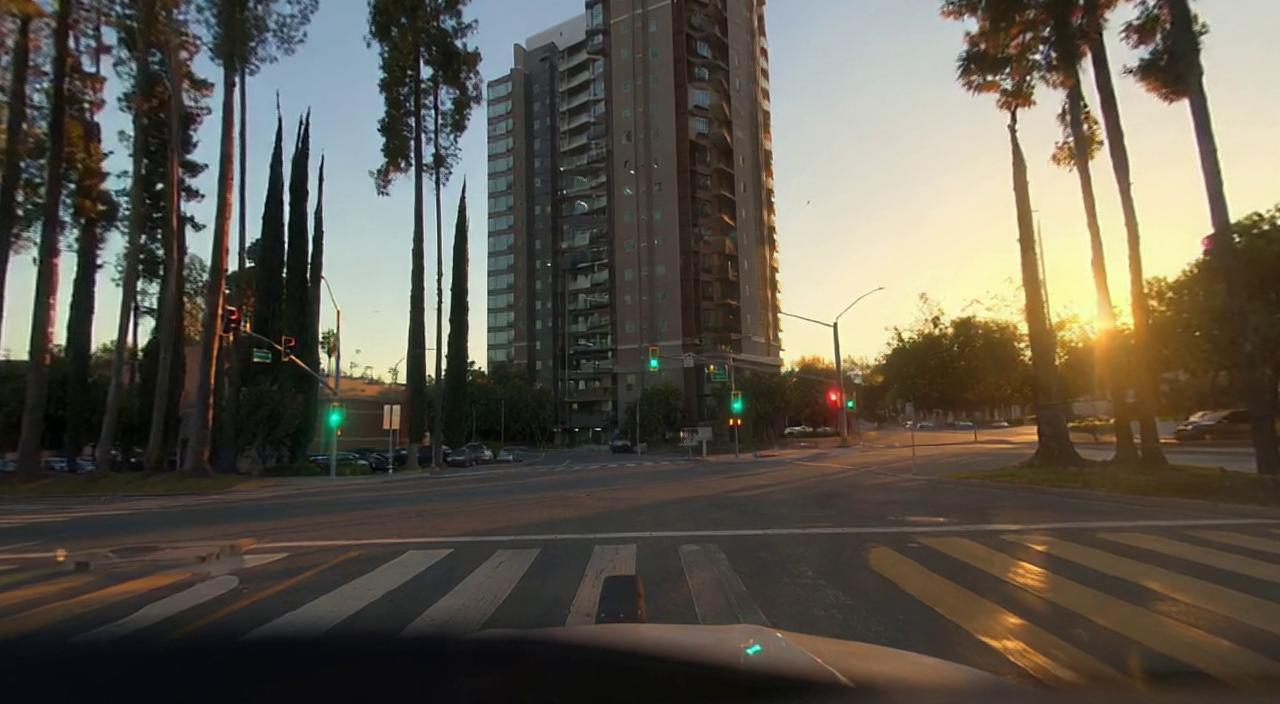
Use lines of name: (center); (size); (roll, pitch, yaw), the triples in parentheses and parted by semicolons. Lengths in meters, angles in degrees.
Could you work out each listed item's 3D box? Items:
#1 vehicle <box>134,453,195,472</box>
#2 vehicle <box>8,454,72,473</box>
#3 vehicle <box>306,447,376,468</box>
vehicle: (-36.456, 8.470, 48.554); (1.709, 1.410, 3.945); (0, -9, -1)
vehicle: (-46.387, 8.579, 48.894); (1.627, 1.392, 3.330); (0, -9, -1)
vehicle: (-22.007, 7.770, 46.579); (4.207, 1.508, 1.875); (-1, -9, 2)
